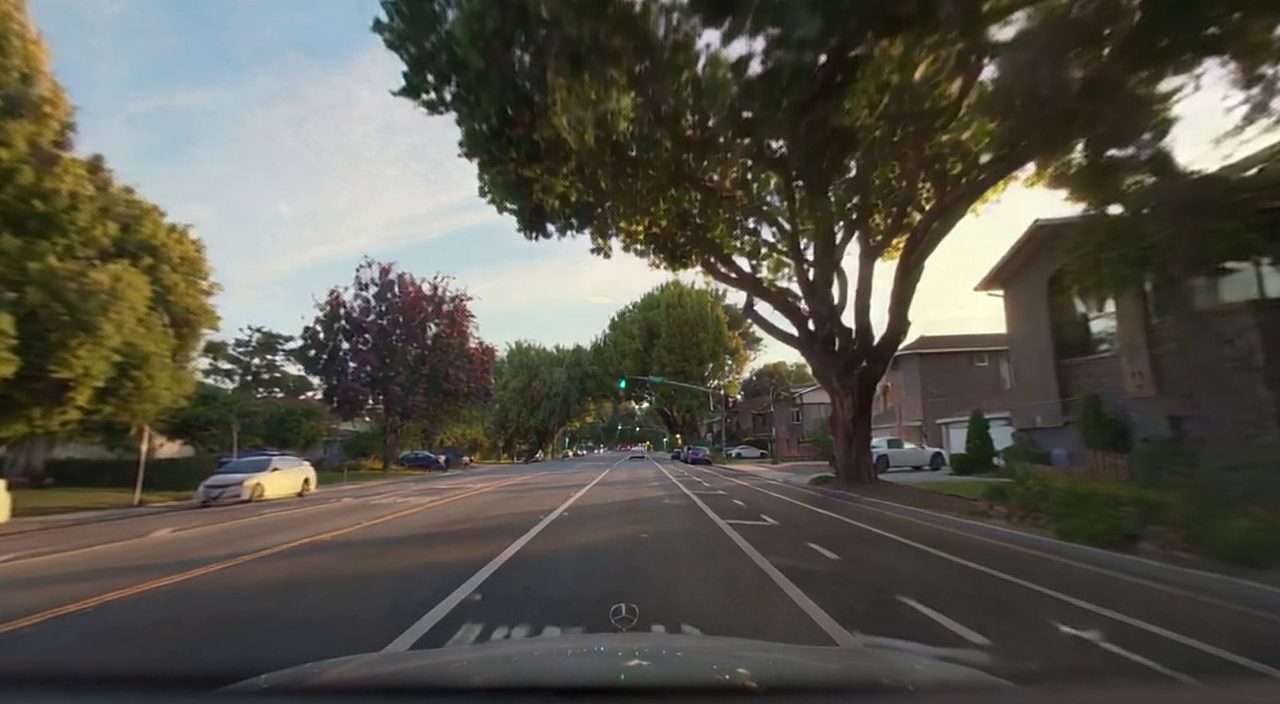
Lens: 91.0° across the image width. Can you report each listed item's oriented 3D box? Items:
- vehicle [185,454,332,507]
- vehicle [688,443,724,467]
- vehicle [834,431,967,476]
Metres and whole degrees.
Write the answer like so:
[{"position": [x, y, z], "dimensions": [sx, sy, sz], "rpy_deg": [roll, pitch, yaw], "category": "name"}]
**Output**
[{"position": [-12.145, 4.104, 20.479], "dimensions": [1.888, 1.477, 4.629], "rpy_deg": [-1, -10, 0], "category": "vehicle"}, {"position": [5.125, 8.073, 49.529], "dimensions": [2.164, 1.729, 4.488], "rpy_deg": [0, -9, -2], "category": "vehicle"}, {"position": [11.298, 4.426, 27.576], "dimensions": [4.880, 1.842, 2.069], "rpy_deg": [0, -9, -1], "category": "vehicle"}]
